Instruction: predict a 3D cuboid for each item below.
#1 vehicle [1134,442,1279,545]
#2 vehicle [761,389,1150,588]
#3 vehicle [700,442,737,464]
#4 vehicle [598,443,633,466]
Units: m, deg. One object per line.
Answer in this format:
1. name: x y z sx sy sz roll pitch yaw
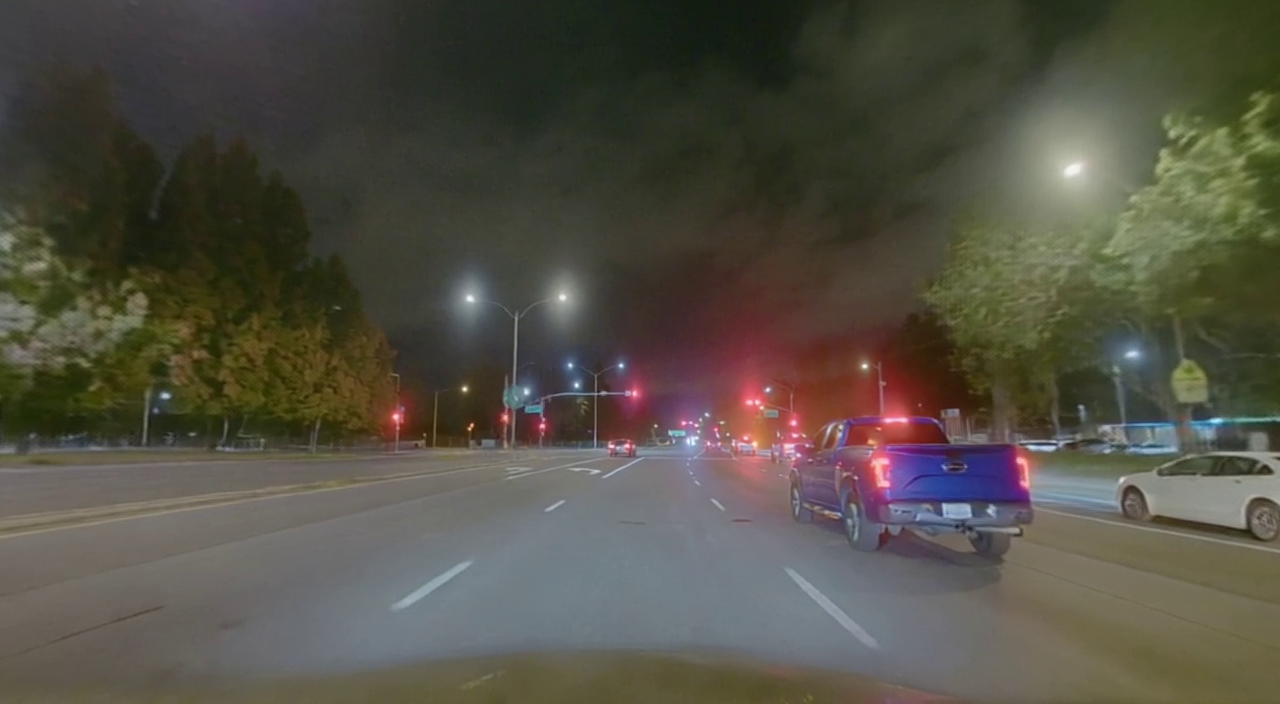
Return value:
1. vehicle: 10.545 2.210 9.877 1.963 1.513 4.600 1 -8 1
2. vehicle: 3.403 1.652 8.609 2.333 1.777 5.713 0 -8 0
3. vehicle: 5.867 7.630 47.651 2.292 1.563 4.734 0 -8 2
4. vehicle: -1.684 7.232 44.663 1.958 1.542 4.175 -1 -8 5
